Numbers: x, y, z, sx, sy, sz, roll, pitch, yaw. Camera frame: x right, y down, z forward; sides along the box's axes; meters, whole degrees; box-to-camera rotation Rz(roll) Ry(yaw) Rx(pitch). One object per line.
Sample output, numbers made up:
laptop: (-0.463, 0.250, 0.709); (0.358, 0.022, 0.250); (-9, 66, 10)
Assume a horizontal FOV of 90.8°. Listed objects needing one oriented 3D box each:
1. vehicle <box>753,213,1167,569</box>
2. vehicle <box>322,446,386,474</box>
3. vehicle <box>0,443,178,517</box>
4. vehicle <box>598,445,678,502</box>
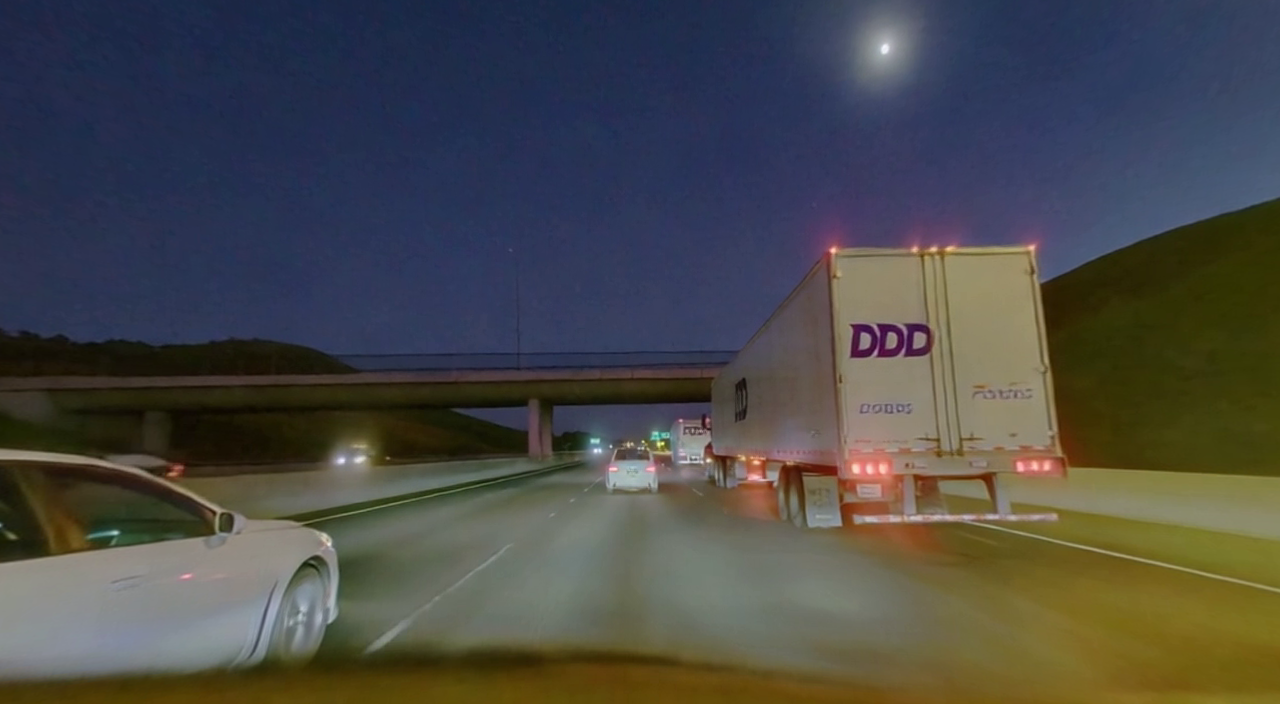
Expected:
vehicle: (4.185, 0.985, 11.097); (2.802, 3.956, 8.291); (0, -9, 0)
vehicle: (-17.423, 6.588, 38.731); (1.931, 1.569, 4.277); (0, -9, 0)
vehicle: (-14.646, 3.228, 16.414); (1.864, 1.639, 4.400); (0, -9, 1)
vehicle: (-0.059, 3.382, 17.912); (2.029, 1.437, 3.794); (0, -9, 0)
